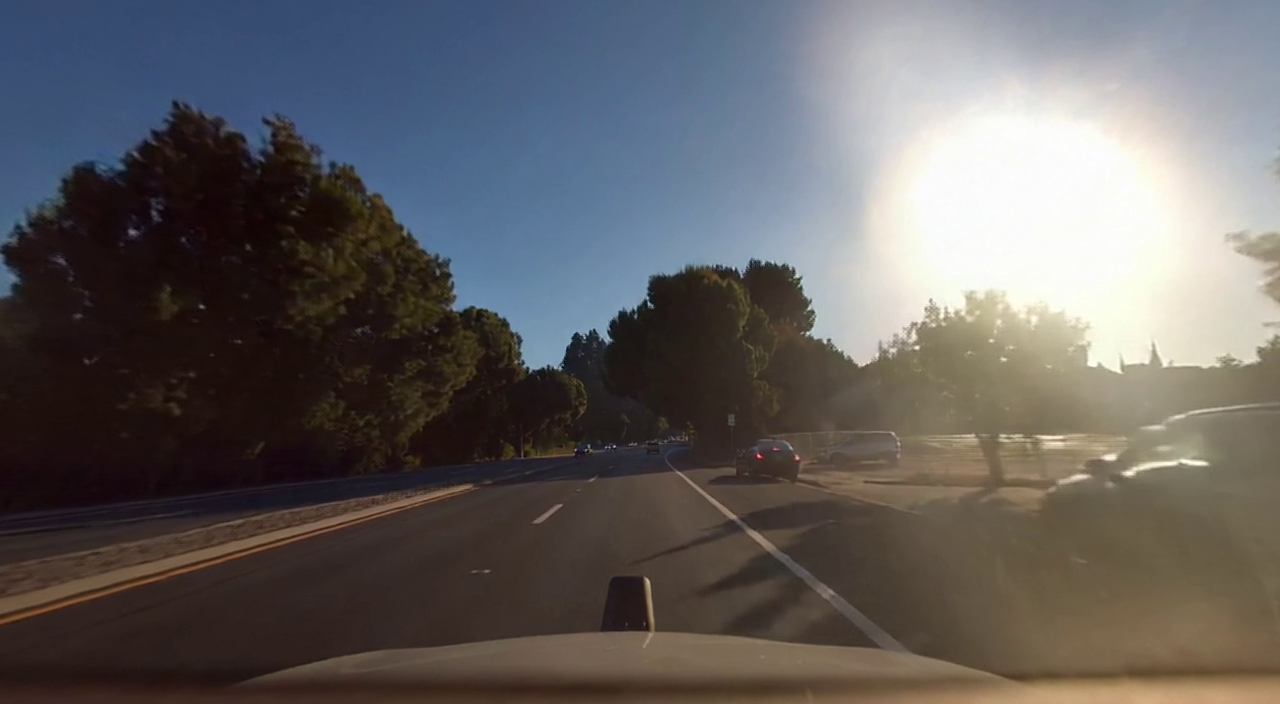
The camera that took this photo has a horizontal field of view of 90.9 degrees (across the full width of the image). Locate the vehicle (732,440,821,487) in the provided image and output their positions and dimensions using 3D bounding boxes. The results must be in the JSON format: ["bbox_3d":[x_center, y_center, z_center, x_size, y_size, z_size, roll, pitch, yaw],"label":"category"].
[{"bbox_3d":[4.710,3.916,22.571,2.184,1.496,4.615,0,-8,0],"label":"vehicle"}]

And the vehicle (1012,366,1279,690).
[{"bbox_3d":[4.551,0.926,3.267,2.205,1.728,4.855,0,-8,-1],"label":"vehicle"}]
